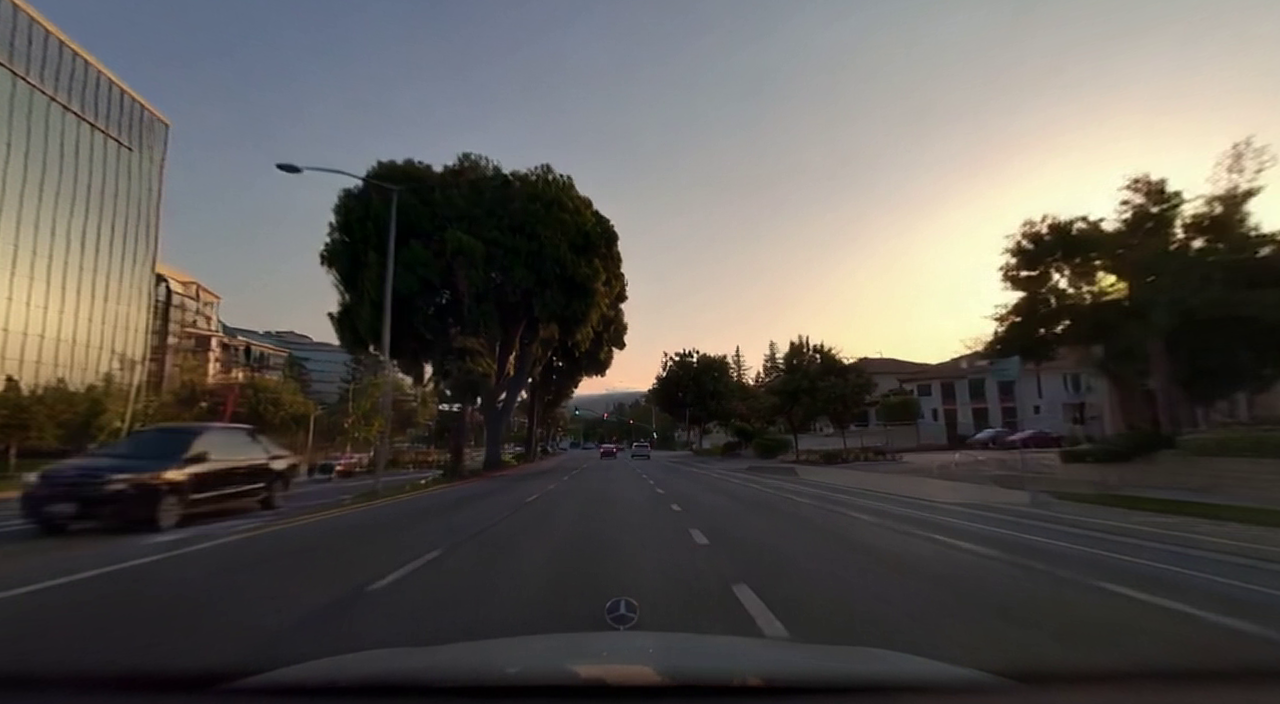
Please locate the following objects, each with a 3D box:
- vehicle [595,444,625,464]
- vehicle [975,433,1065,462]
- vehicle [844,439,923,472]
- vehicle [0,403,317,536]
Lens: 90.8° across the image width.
[{"bbox_3d":[-2.250,7.525,46.782,2.080,1.445,4.096,0,-8,-3],"label":"vehicle"},{"bbox_3d":[24.771,6.239,41.279,4.463,1.786,2.110,0,-8,-1],"label":"vehicle"},{"bbox_3d":[12.407,5.293,32.496,2.024,1.575,4.498,0,-8,-4],"label":"vehicle"},{"bbox_3d":[-9.074,2.279,12.604,2.631,1.990,5.787,0,-10,-5],"label":"vehicle"}]
